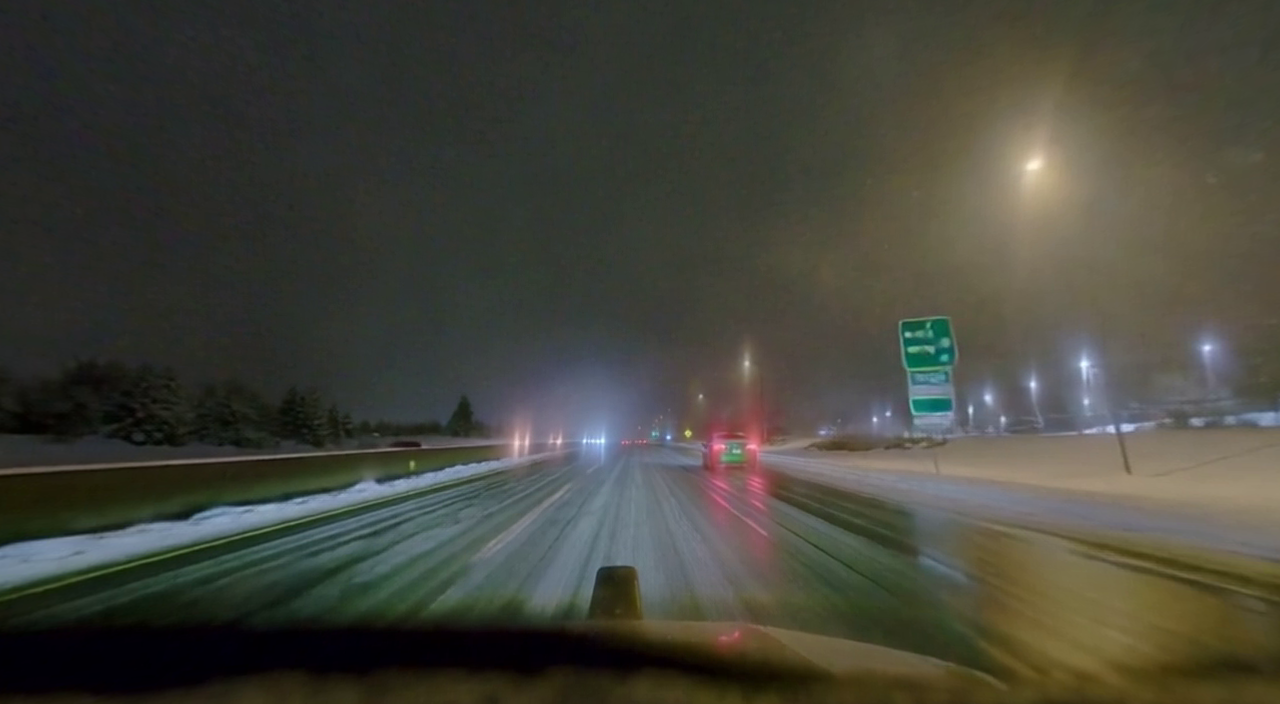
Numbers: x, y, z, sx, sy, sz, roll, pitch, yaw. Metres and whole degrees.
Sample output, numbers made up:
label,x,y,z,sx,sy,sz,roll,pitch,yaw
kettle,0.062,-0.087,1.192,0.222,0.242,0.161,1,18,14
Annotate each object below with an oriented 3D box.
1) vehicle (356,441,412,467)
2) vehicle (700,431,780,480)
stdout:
label,x,y,z,sx,sy,sz,roll,pitch,yaw
vehicle,-16.523,6.570,40.806,1.849,1.531,4.450,0,-8,0
vehicle,3.269,3.457,21.383,1.946,1.481,3.969,0,-8,-2
